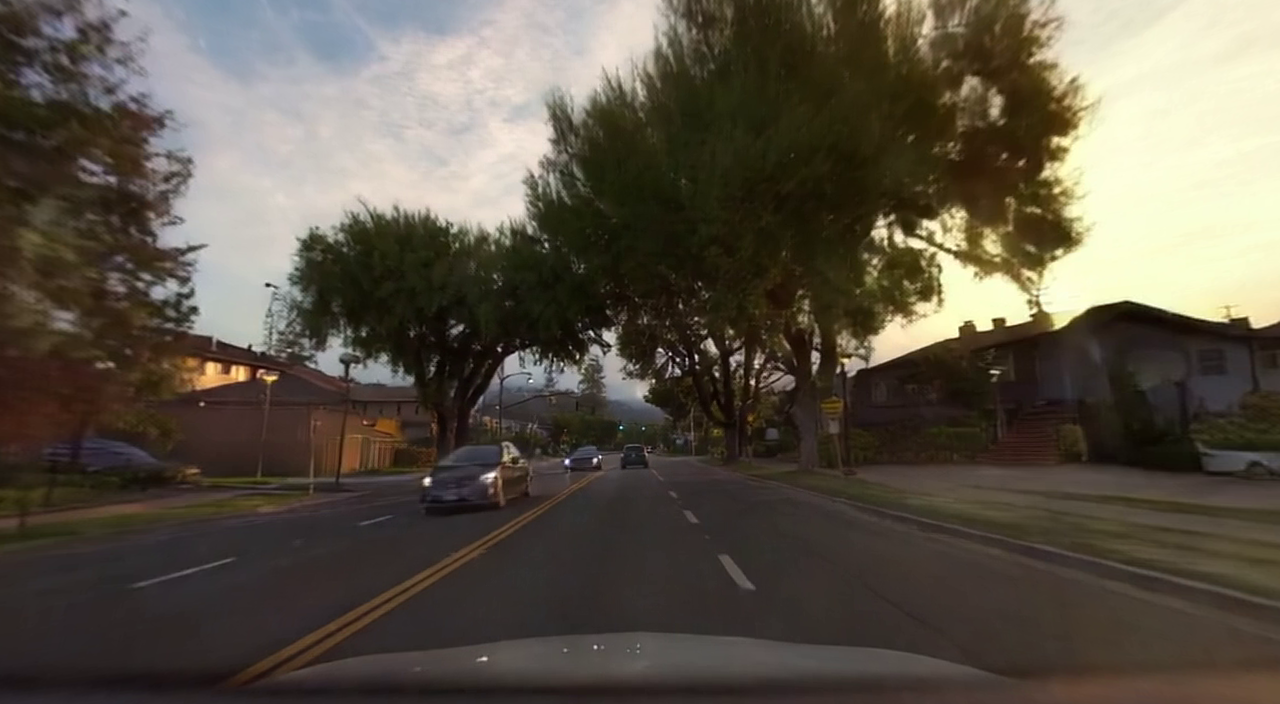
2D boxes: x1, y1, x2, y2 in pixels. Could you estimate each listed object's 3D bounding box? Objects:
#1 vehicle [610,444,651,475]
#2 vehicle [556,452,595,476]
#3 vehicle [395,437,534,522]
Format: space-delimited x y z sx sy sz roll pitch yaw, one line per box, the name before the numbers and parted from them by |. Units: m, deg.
vehicle | -0.558 7.078 41.884 2.554 1.902 5.329 0 -9 0
vehicle | -4.185 7.346 41.614 2.039 1.460 4.189 0 -9 1
vehicle | -3.995 2.971 15.321 1.977 1.729 4.625 0 -9 1
